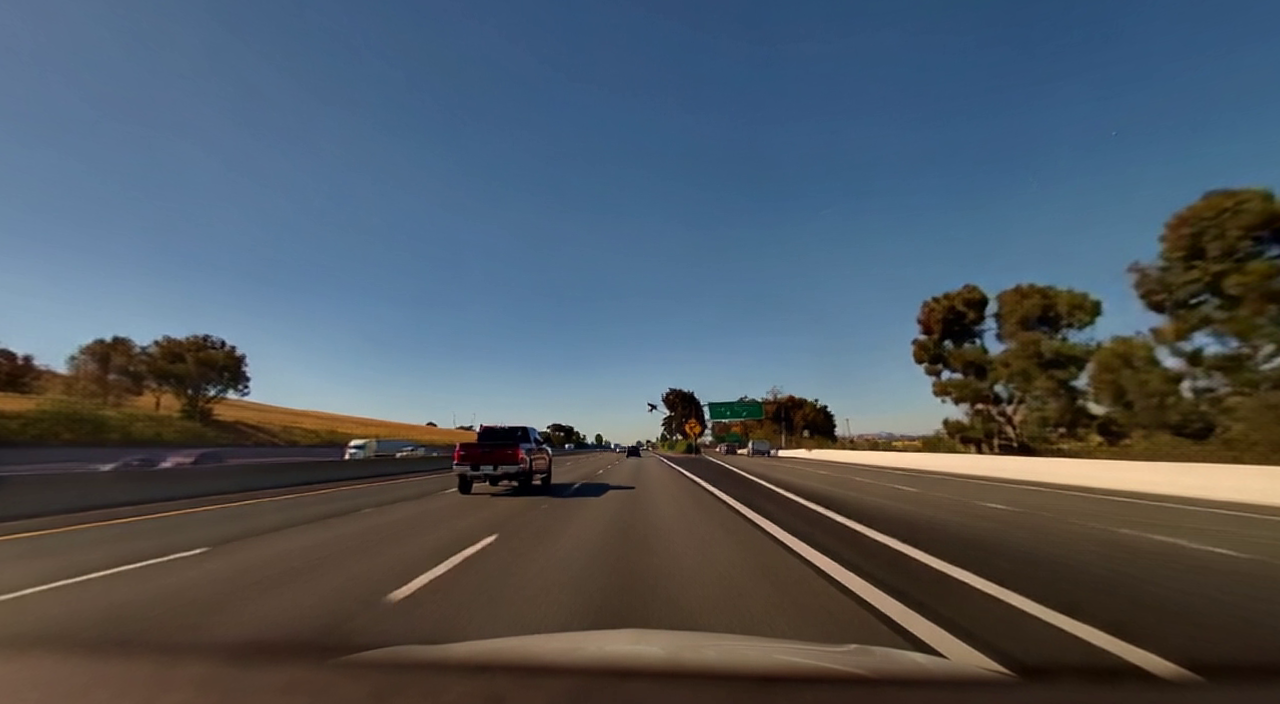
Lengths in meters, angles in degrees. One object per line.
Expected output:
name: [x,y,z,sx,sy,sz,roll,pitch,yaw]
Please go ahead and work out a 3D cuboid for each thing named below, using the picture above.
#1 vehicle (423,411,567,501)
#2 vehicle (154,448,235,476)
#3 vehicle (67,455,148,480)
vehicle: [-3.748,2.881,17.871,2.601,2.084,6.068,0,-8,1]
vehicle: [-29.561,7.287,42.077,1.954,1.704,4.656,0,-8,0]
vehicle: [-39.692,8.586,47.140,2.012,1.686,4.608,0,-8,-1]
